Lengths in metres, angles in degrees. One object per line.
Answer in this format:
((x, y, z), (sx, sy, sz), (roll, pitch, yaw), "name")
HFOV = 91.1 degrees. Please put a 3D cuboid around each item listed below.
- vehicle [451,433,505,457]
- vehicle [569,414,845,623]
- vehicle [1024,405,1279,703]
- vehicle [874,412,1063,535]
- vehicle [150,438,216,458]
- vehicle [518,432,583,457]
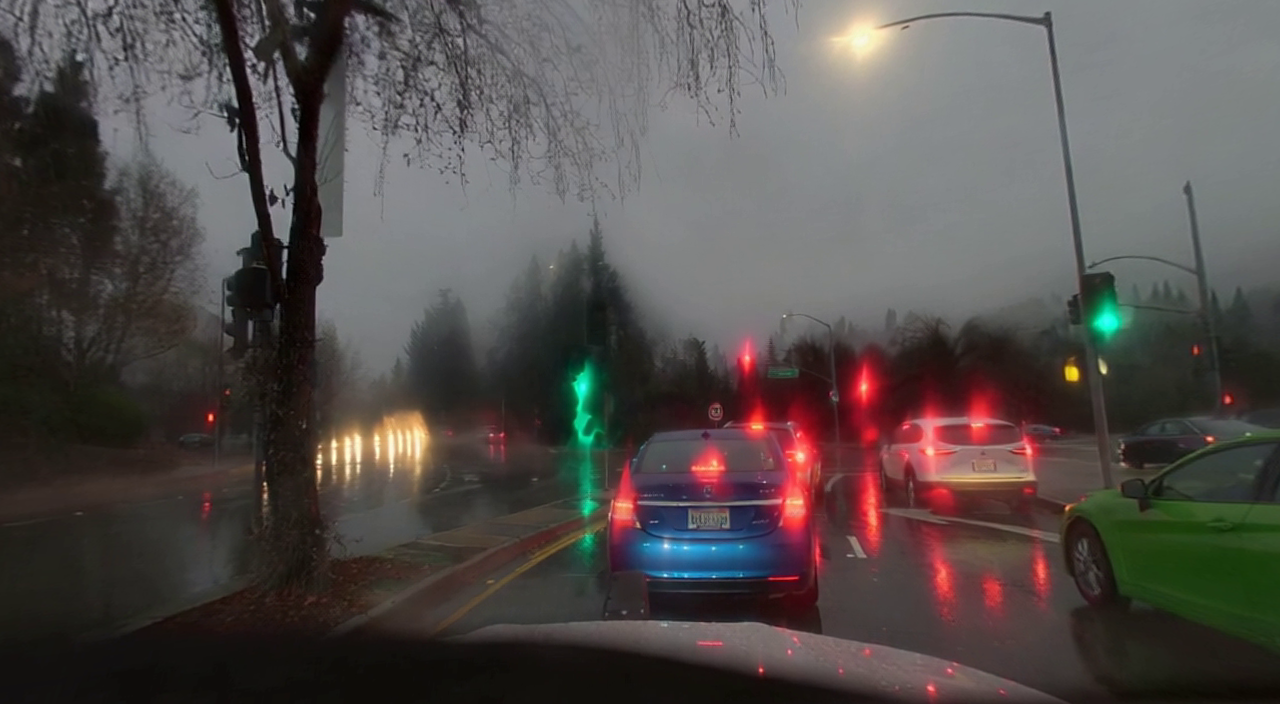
((-12.452, 7.120, 48.195), (1.972, 1.705, 4.457), (8, -11, -44), "vehicle")
((0.857, 1.500, 6.685), (2.052, 1.483, 3.928), (-2, -8, 12), "vehicle")
((4.251, 1.060, 3.375), (1.954, 1.508, 4.441), (-1, -8, 6), "vehicle")
((5.538, 2.053, 11.286), (2.102, 1.717, 4.373), (-2, -9, 16), "vehicle")
((-35.375, 7.438, 48.643), (1.652, 1.433, 3.733), (-7, -11, 40), "vehicle")
((-5.961, 6.104, 41.536), (1.932, 1.573, 4.509), (8, -12, -44), "vehicle")
